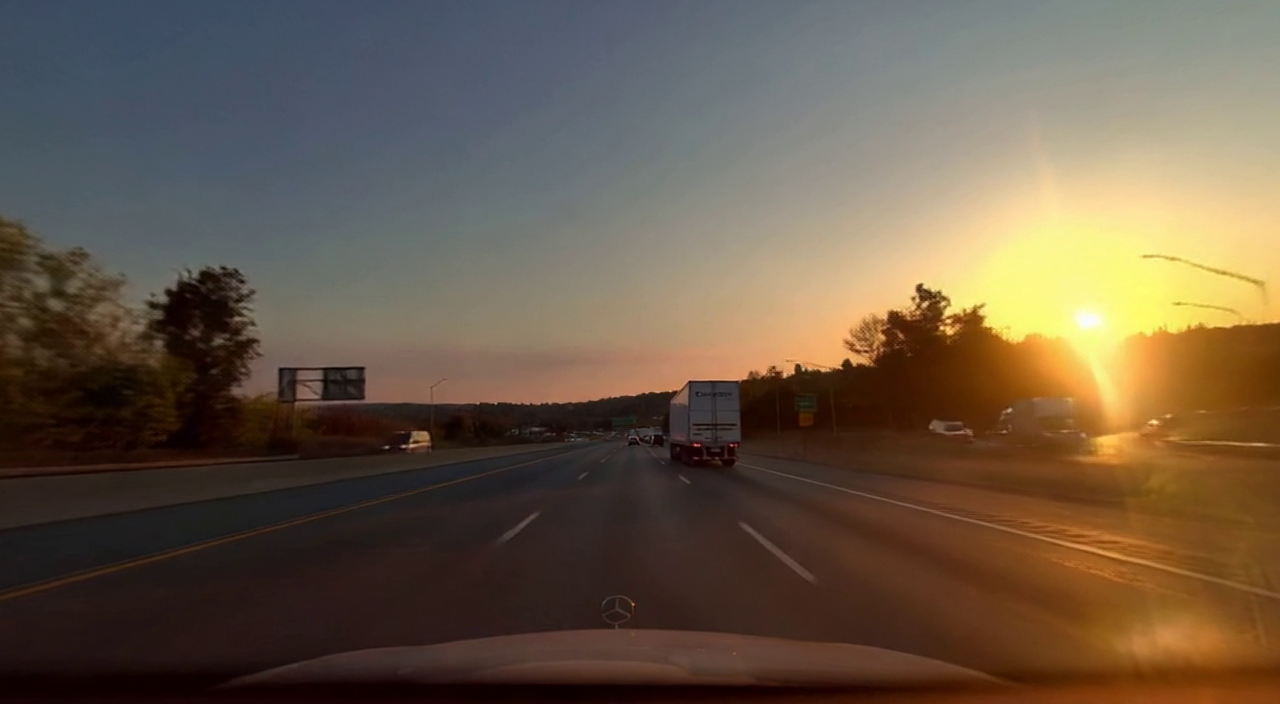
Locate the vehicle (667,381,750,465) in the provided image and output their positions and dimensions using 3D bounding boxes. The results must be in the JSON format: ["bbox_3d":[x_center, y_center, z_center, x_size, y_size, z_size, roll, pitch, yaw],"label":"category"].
[{"bbox_3d":[3.680,4.502,38.173,2.976,4.064,14.619,0,-8,-2],"label":"vehicle"}]

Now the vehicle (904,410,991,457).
[{"bbox_3d":[24.108,6.304,49.887,2.865,2.885,8.040,-4,-3,1],"label":"vehicle"}]
